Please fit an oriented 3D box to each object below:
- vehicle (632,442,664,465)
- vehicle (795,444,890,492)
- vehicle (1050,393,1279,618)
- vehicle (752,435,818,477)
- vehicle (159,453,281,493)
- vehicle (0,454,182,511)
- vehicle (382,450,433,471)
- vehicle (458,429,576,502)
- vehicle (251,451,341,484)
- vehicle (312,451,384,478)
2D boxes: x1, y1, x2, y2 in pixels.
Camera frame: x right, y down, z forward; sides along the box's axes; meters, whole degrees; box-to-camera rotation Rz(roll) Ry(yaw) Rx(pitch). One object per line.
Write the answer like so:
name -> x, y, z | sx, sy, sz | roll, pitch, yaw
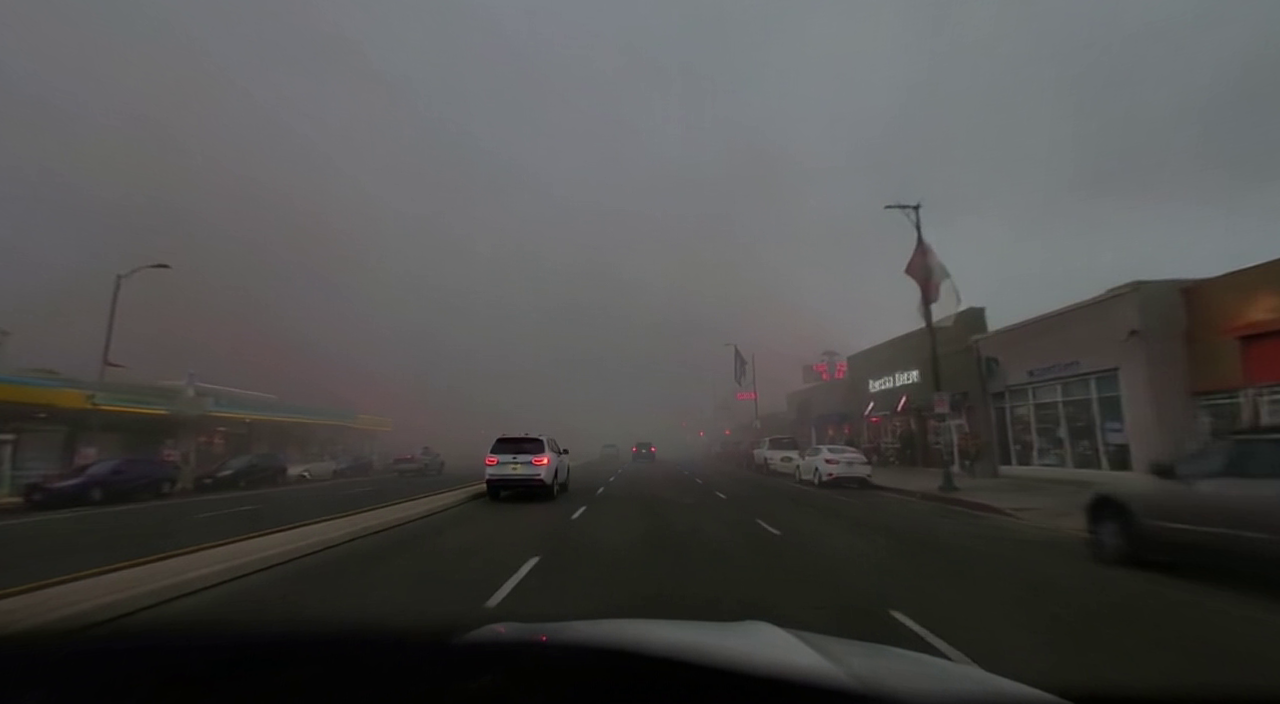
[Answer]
vehicle -> 0.519, 6.752, 42.097 | 2.037, 1.484, 4.073 | 0, -9, 0
vehicle -> 6.869, 3.947, 21.893 | 1.871, 1.478, 4.272 | 0, -9, 0
vehicle -> 6.343, 1.306, 5.463 | 2.098, 1.845, 5.117 | 0, -9, 0
vehicle -> 6.915, 5.034, 30.701 | 2.005, 1.858, 5.253 | 0, -9, 0
vehicle -> -17.190, 4.942, 26.137 | 1.788, 1.475, 4.737 | 0, -9, 0
vehicle -> -17.143, 3.967, 19.716 | 1.984, 1.494, 4.815 | 0, -9, 0
vehicle -> -16.914, 7.899, 46.137 | 1.894, 1.458, 4.565 | 0, -9, 1
vehicle -> -3.032, 2.933, 16.663 | 2.049, 1.646, 4.445 | 0, -9, 2
vehicle -> -17.079, 5.749, 31.579 | 1.800, 1.470, 4.548 | -1, -9, 2
vehicle -> -16.940, 6.508, 36.793 | 2.046, 1.458, 4.539 | 0, -9, 0
